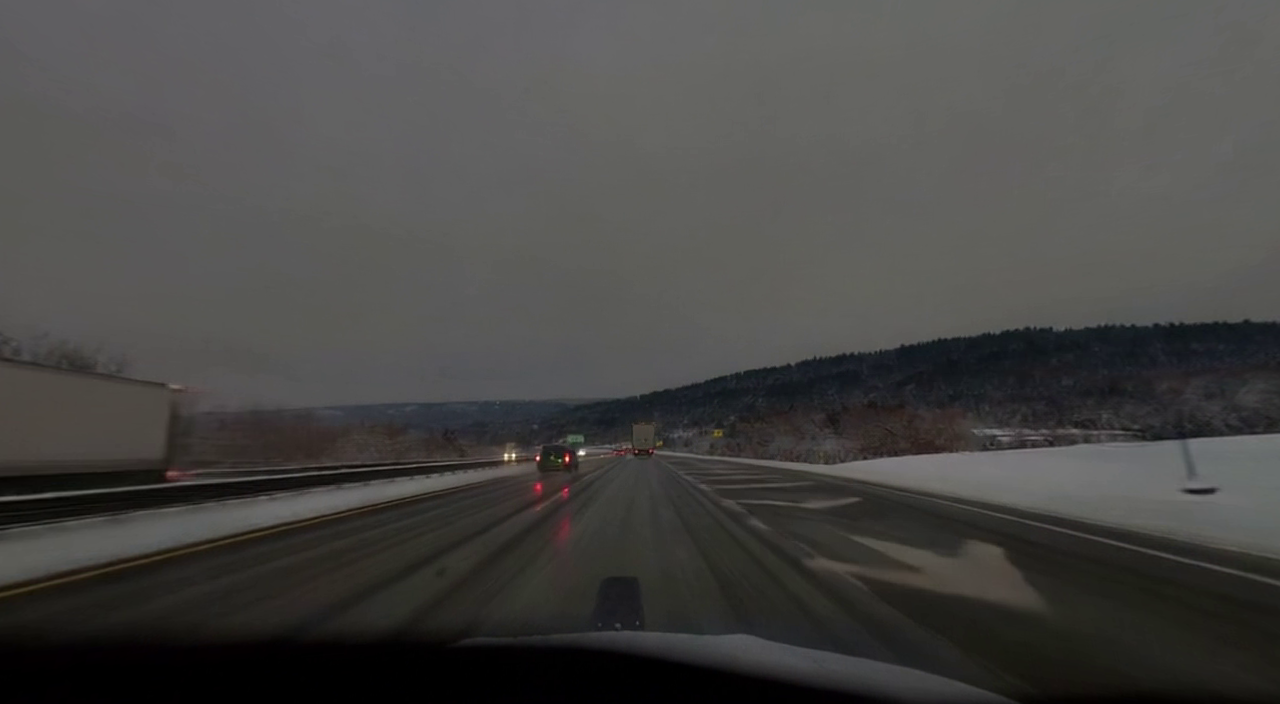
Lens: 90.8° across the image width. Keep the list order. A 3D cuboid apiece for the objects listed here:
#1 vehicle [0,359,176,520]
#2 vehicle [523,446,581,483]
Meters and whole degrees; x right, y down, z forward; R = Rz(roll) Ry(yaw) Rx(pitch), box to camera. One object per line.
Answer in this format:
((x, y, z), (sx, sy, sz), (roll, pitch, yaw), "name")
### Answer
((-17.487, 2.467, 17.425), (2.916, 3.983, 8.272), (0, -9, 0), "vehicle")
((-3.733, 4.860, 27.535), (1.886, 1.465, 4.119), (0, -9, 1), "vehicle")
